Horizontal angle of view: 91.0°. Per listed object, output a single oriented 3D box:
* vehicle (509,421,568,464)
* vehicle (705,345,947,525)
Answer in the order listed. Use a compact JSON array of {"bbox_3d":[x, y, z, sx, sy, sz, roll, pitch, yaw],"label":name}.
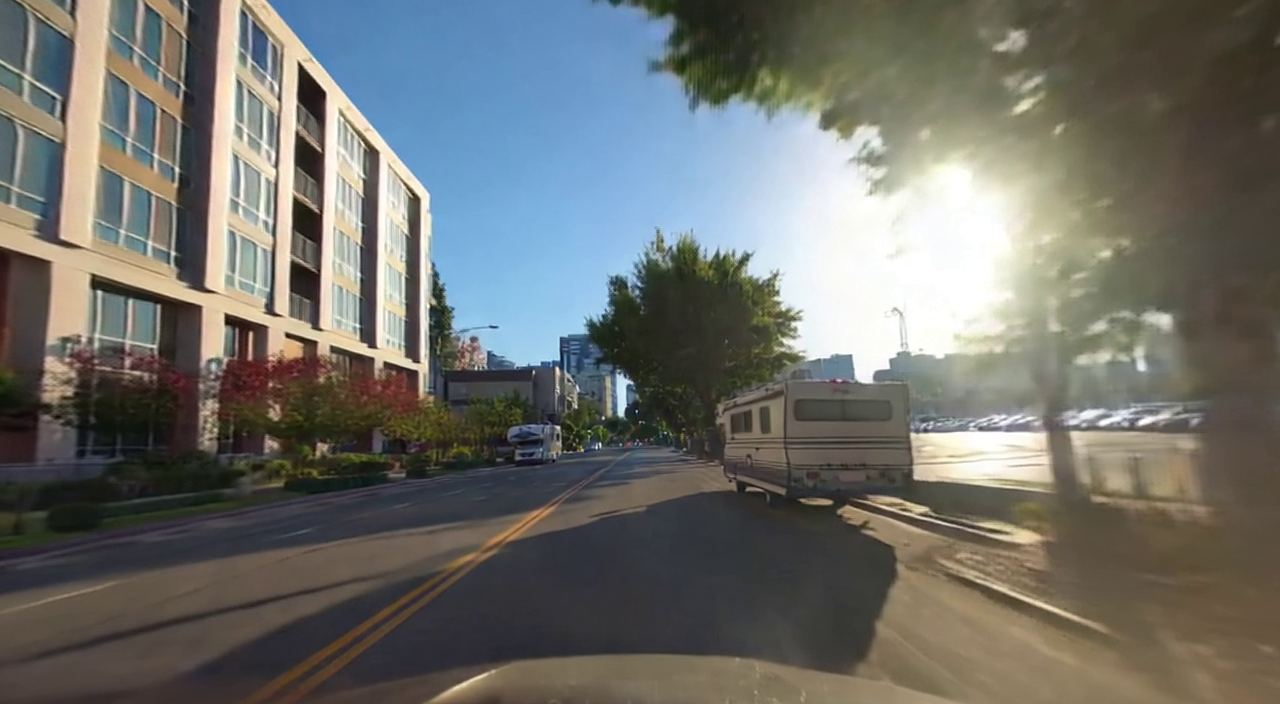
[{"bbox_3d":[-7.122,6.487,45.463,3.108,2.771,7.999,0,-8,-1],"label":"vehicle"},{"bbox_3d":[3.716,2.006,15.468,3.074,3.099,8.805,1,-7,-1],"label":"vehicle"}]
